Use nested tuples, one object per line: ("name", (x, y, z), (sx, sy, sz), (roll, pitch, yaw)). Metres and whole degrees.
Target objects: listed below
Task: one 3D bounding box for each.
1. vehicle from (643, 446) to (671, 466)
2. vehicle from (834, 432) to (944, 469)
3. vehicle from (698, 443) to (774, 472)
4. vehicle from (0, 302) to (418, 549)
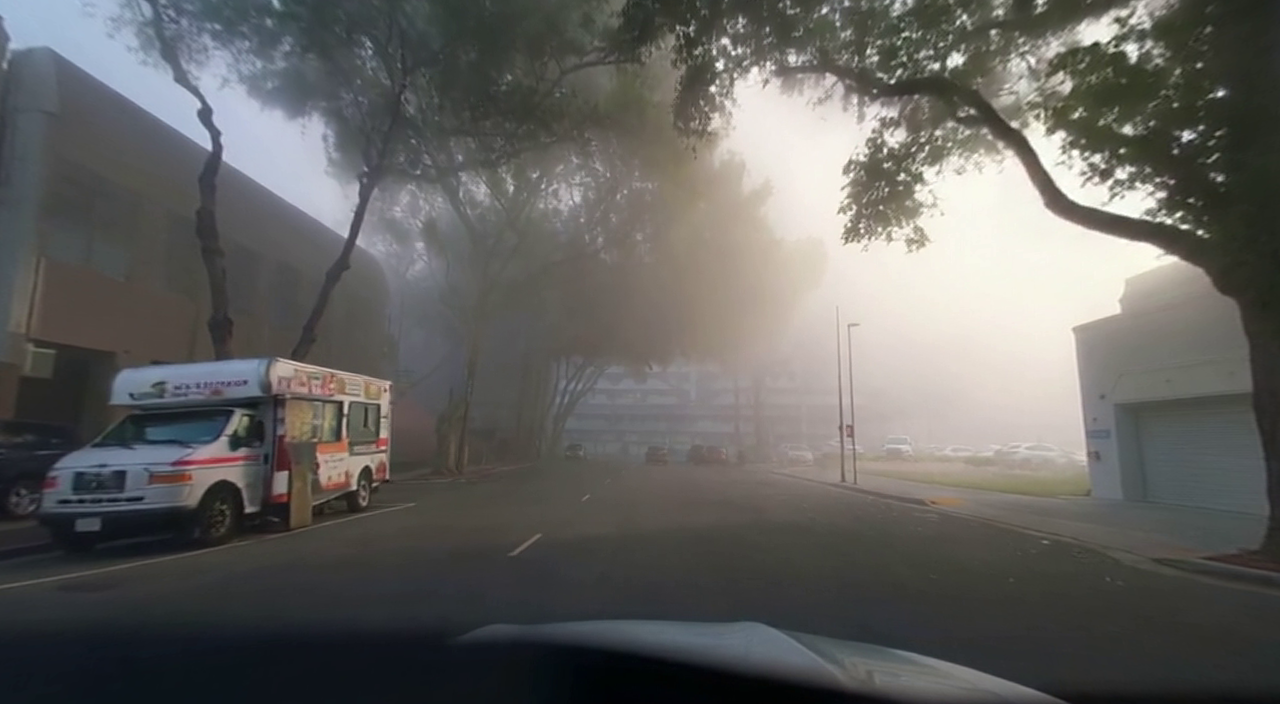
("vehicle", (1.265, 7.970, 48.628), (2.046, 1.445, 4.001), (0, -8, -1))
("vehicle", (14.699, 5.825, 37.537), (5.540, 2.045, 2.259), (0, -8, 0))
("vehicle", (6.221, 6.759, 40.694), (4.626, 1.723, 1.939), (5, -10, -31))
("vehicle", (-6.925, 1.456, 11.780), (2.968, 3.222, 7.036), (0, -9, 0))
